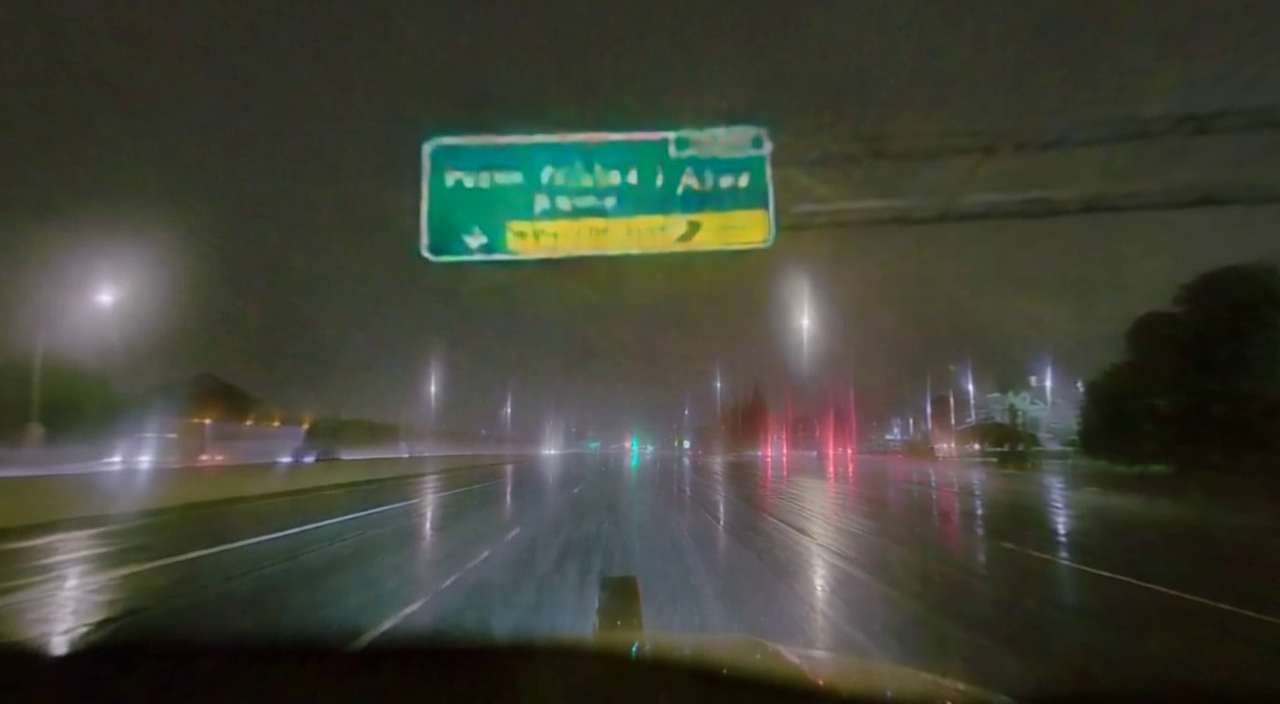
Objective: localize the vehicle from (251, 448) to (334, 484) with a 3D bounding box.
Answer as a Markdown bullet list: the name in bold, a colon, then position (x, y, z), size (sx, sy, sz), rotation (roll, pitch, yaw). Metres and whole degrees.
- **vehicle**: position (-19.140, 6.266, 35.080), size (1.896, 1.743, 4.697), rotation (0, -8, 0)

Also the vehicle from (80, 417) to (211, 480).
- **vehicle**: position (-34.299, 6.742, 44.323), size (3.001, 4.027, 7.439), rotation (0, -8, 0)
